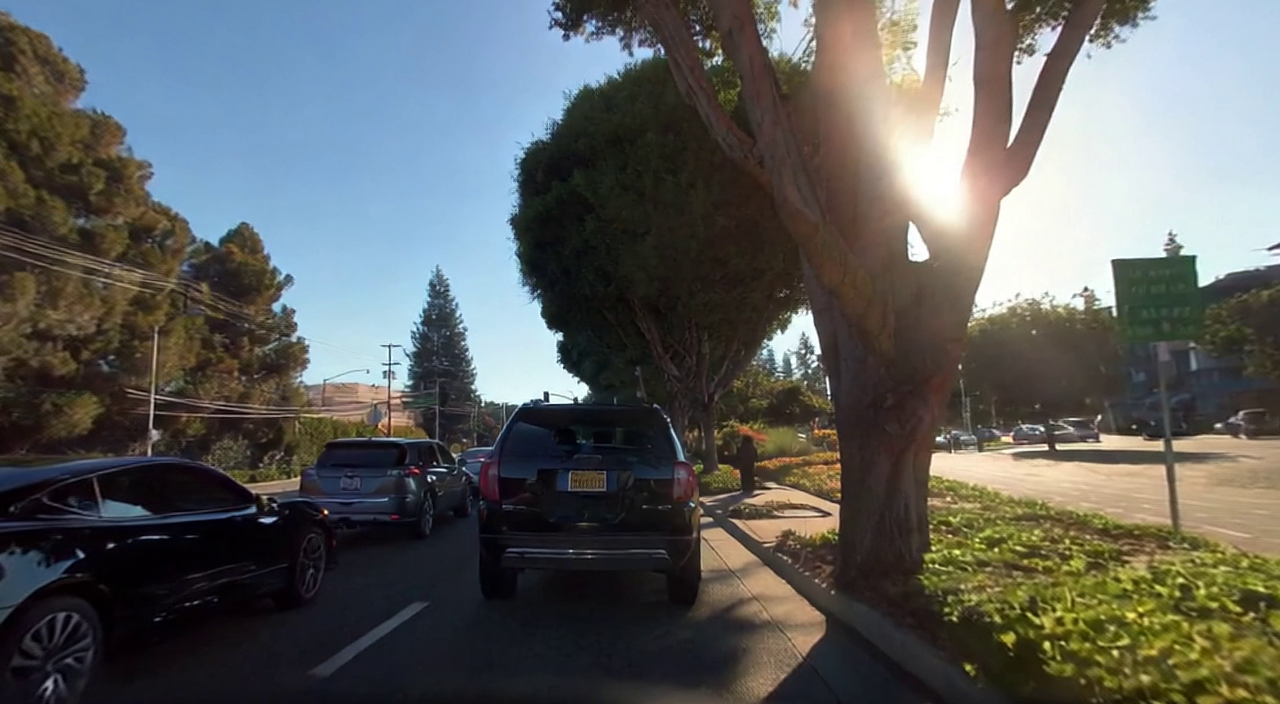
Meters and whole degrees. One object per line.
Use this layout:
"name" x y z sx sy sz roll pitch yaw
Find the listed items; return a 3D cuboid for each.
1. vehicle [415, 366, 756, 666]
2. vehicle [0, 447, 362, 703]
"vehicle" -0.277 1.248 5.768 2.012 1.769 3.897 0 -8 1
"vehicle" -3.736 1.279 4.016 1.865 1.314 4.461 0 -8 1
